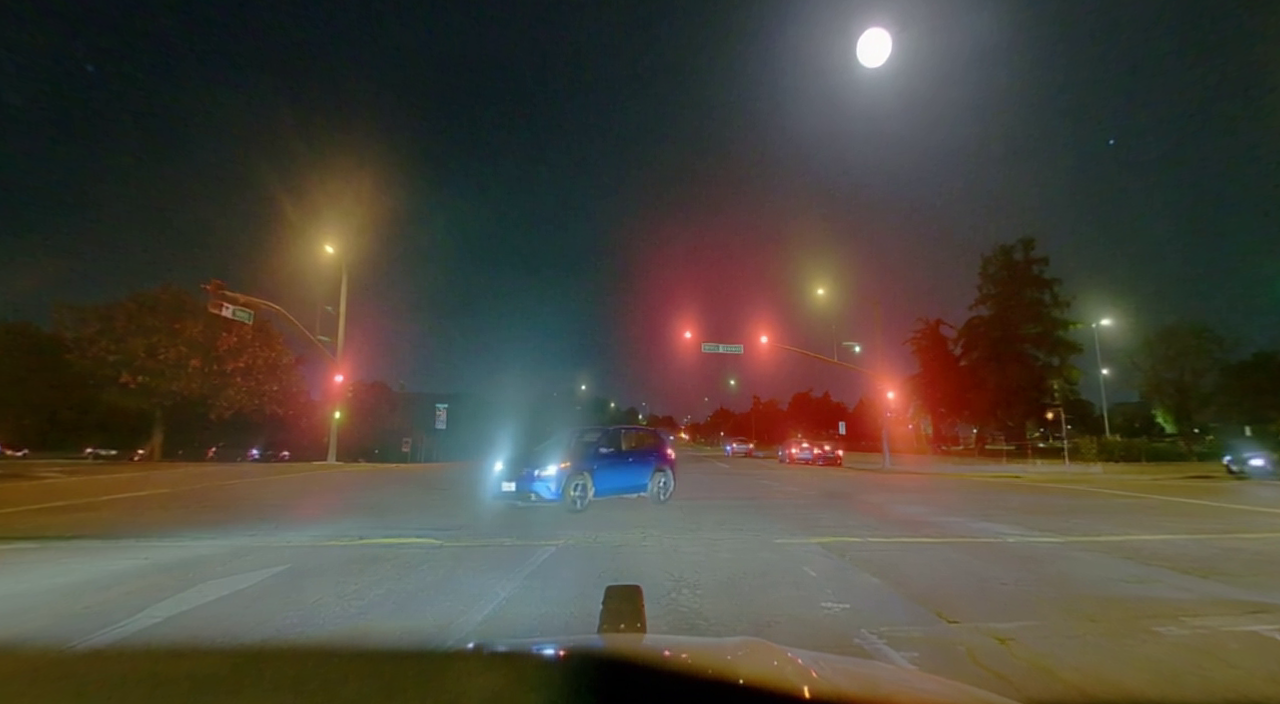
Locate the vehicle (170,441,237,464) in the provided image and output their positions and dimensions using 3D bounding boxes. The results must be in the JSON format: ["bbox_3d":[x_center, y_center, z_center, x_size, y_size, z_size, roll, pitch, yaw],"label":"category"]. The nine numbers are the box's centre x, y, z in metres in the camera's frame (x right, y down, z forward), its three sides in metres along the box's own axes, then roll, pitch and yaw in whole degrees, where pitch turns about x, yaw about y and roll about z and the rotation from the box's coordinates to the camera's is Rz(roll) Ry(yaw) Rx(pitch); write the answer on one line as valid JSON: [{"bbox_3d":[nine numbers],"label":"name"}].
[{"bbox_3d":[-29.124,6.705,42.036,1.696,1.431,3.686,-1,-8,3],"label":"vehicle"}]

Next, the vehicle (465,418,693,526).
[{"bbox_3d":[-1.028,2.354,12.942,2.134,1.768,4.580,-6,-10,36],"label":"vehicle"}]

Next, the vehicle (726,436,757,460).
[{"bbox_3d":[7.958,7.555,49.446,1.994,1.753,4.346,-1,-8,4],"label":"vehicle"}]
